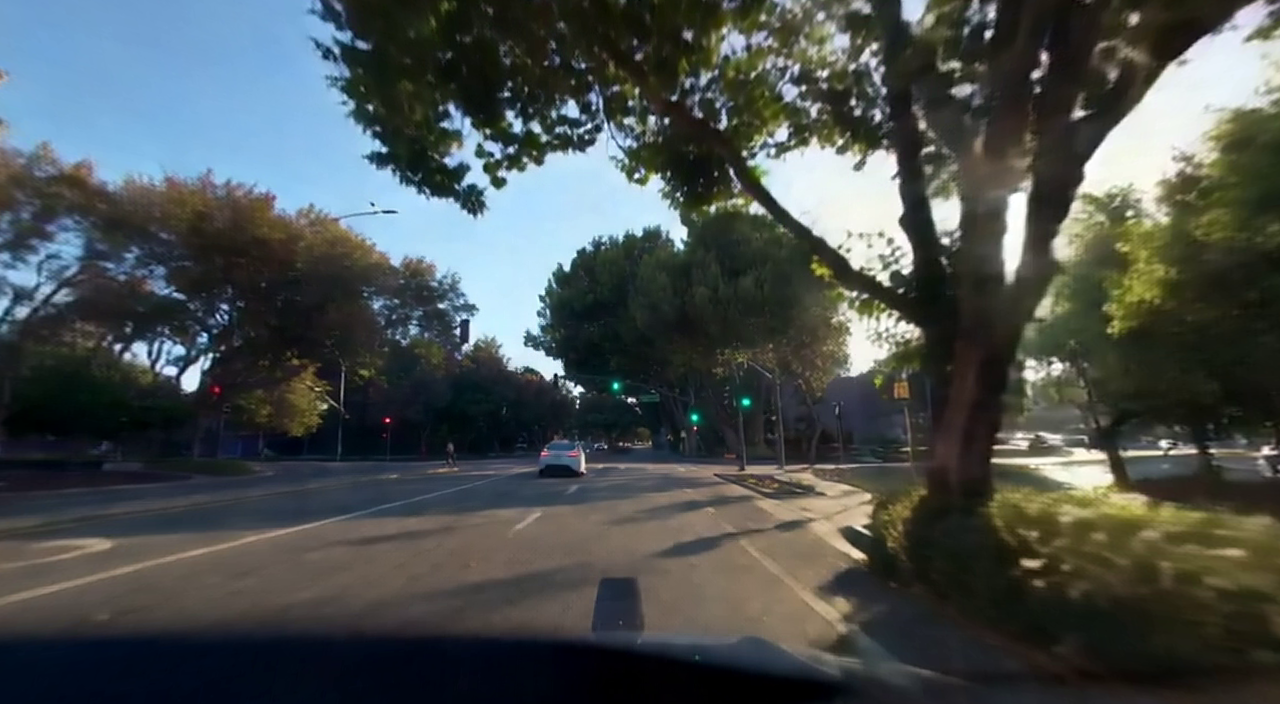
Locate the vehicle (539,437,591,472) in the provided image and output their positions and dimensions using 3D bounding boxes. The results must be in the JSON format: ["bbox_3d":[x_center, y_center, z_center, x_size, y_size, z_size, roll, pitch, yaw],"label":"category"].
[{"bbox_3d":[-3.604,5.041,31.332,2.076,1.599,4.483,0,-9,-1],"label":"vehicle"}]
